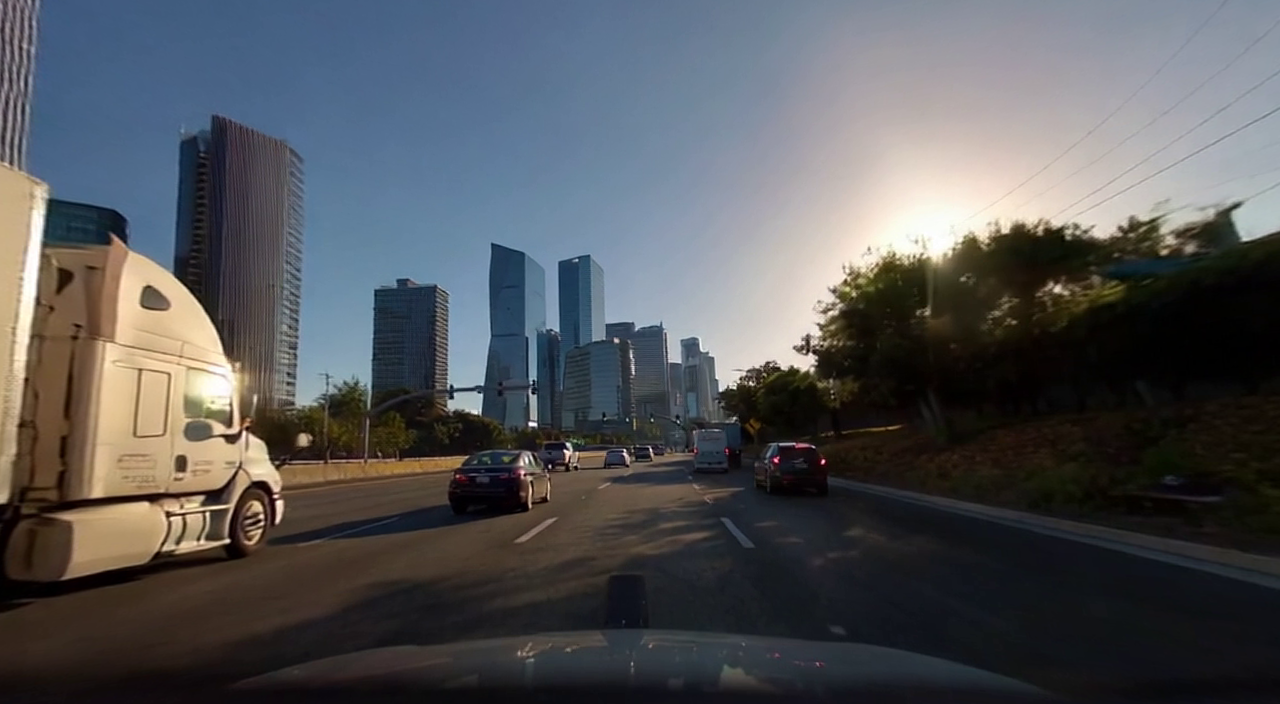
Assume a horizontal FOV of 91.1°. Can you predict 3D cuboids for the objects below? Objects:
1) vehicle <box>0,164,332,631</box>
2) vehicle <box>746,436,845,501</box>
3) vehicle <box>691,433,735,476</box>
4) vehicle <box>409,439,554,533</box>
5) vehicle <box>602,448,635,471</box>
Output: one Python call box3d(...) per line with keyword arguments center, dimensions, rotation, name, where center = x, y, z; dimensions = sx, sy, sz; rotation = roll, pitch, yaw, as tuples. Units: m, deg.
box3d(center=(-6.381, 0.581, 7.409), dimensions=(3.239, 4.055, 3.881), rotation=(0, -9, 1), name="vehicle")
box3d(center=(5.058, 3.842, 21.163), dimensions=(2.283, 1.923, 4.427), rotation=(0, -9, 1), name="vehicle")
box3d(center=(4.331, 6.211, 38.272), dimensions=(2.457, 2.440, 5.486), rotation=(-1, -9, 4), name="vehicle")
box3d(center=(-3.089, 2.672, 13.086), dimensions=(1.934, 1.643, 3.718), rotation=(0, -9, 2), name="vehicle")
box3d(center=(-1.538, 7.786, 45.626), dimensions=(1.984, 1.567, 4.311), rotation=(-1, -9, 4), name="vehicle")
